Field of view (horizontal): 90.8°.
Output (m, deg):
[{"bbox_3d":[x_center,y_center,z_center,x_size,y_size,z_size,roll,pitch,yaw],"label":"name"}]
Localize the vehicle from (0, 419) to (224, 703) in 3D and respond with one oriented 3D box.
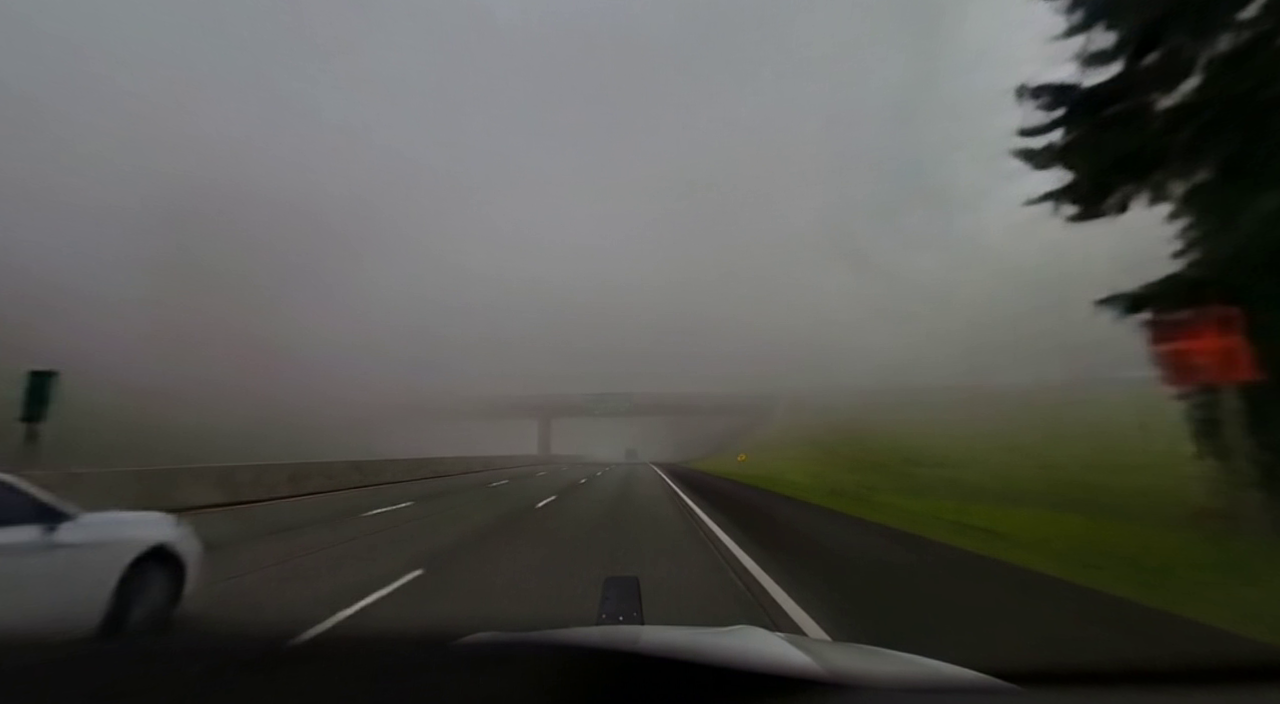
[{"bbox_3d":[-4.113,1.013,2.570,1.992,1.504,4.117,0,-9,0],"label":"vehicle"}]
